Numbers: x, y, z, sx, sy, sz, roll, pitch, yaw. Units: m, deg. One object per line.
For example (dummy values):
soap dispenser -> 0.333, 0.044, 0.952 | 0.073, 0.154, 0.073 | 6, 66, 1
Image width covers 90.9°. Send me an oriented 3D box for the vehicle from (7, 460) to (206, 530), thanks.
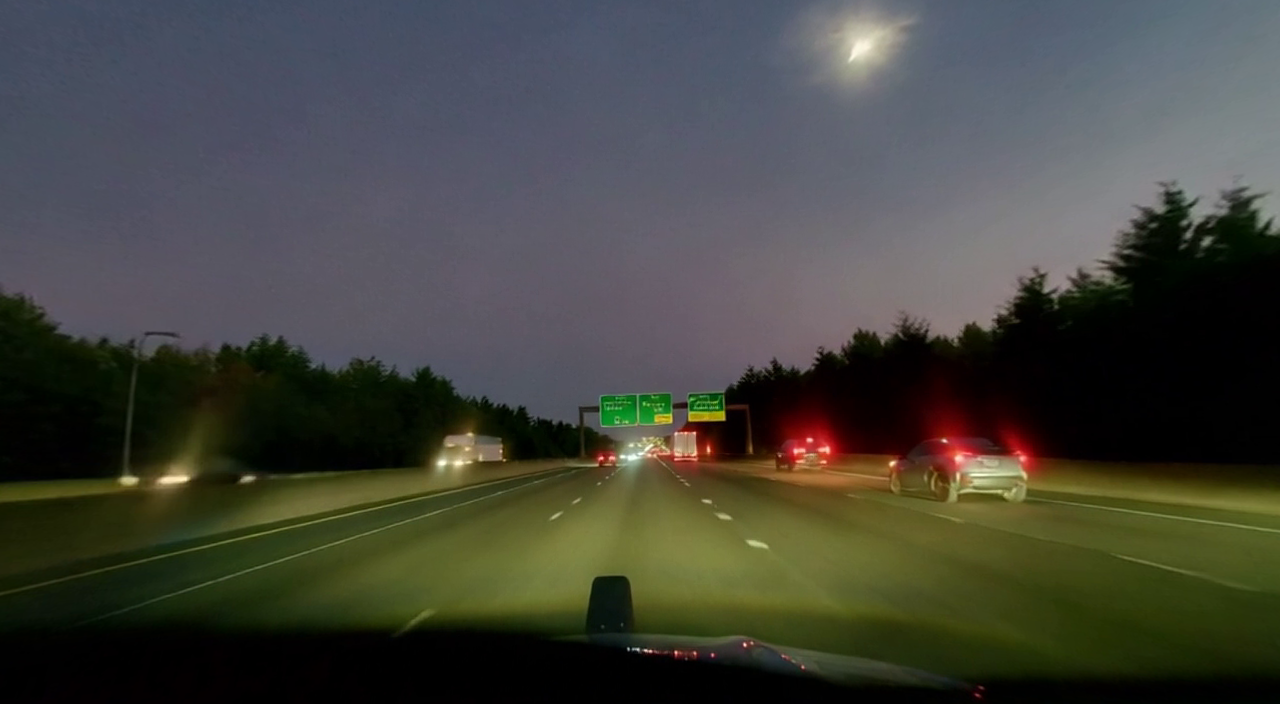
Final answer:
vehicle -> -13.577, 3.607, 16.394 | 1.828, 1.497, 3.761 | 0, -9, 0
